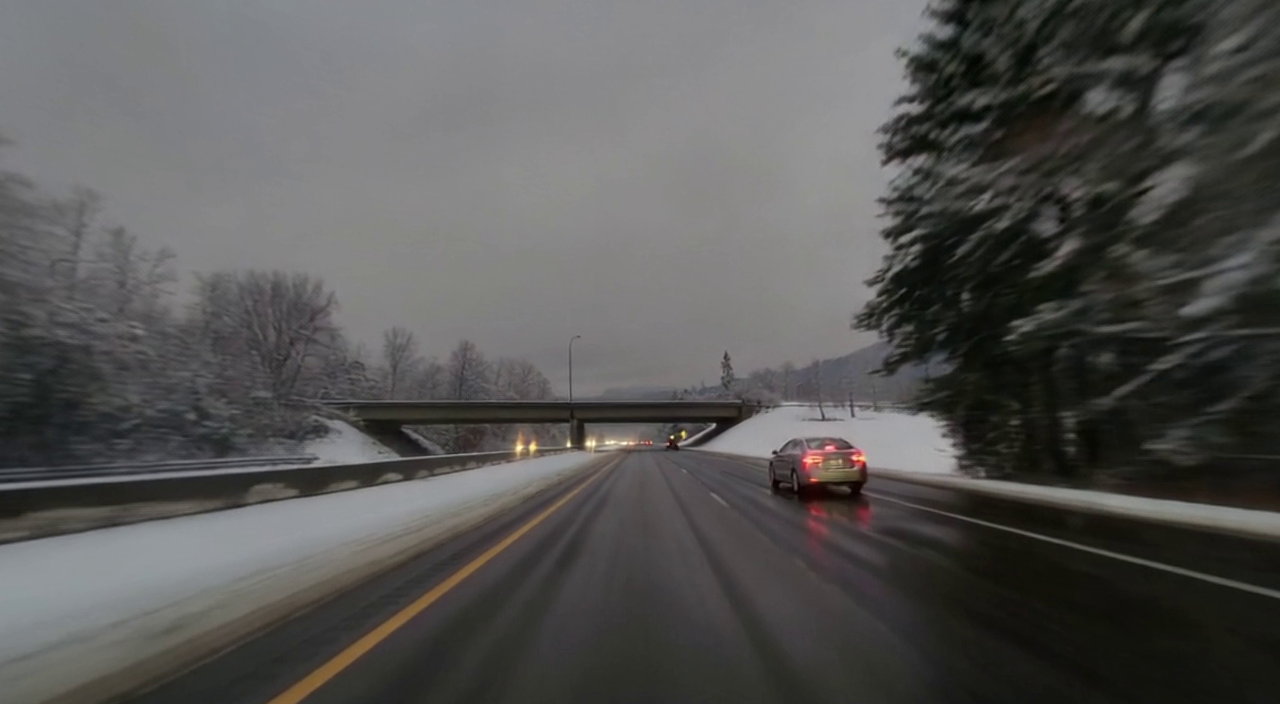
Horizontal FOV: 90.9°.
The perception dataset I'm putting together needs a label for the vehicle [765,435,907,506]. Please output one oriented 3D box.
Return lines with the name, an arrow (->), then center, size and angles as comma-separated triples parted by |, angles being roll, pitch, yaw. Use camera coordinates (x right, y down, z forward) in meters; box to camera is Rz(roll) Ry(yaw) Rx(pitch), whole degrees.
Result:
vehicle -> 4.641, 2.873, 15.826 | 2.027, 1.487, 4.718 | 0, -8, 0
